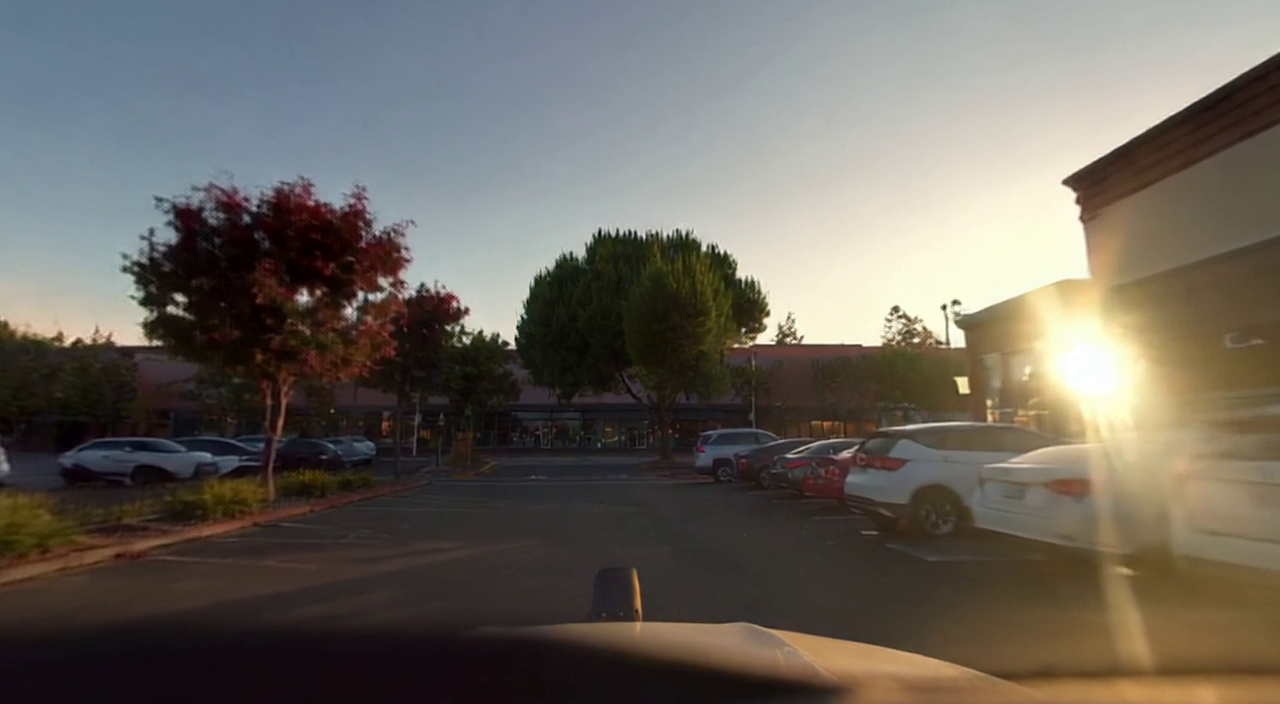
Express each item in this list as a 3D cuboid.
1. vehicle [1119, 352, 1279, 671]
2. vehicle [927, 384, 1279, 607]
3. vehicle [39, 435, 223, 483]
[{"bbox_3d":[6.038,0.959,3.828,4.409,1.892,2.298,0,-8,-3],"label":"vehicle"},{"bbox_3d":[5.646,1.365,6.577,4.256,1.876,2.064,0,-8,-3],"label":"vehicle"},{"bbox_3d":[-17.326,3.624,21.801,4.651,1.494,1.914,6,-10,-36],"label":"vehicle"}]
